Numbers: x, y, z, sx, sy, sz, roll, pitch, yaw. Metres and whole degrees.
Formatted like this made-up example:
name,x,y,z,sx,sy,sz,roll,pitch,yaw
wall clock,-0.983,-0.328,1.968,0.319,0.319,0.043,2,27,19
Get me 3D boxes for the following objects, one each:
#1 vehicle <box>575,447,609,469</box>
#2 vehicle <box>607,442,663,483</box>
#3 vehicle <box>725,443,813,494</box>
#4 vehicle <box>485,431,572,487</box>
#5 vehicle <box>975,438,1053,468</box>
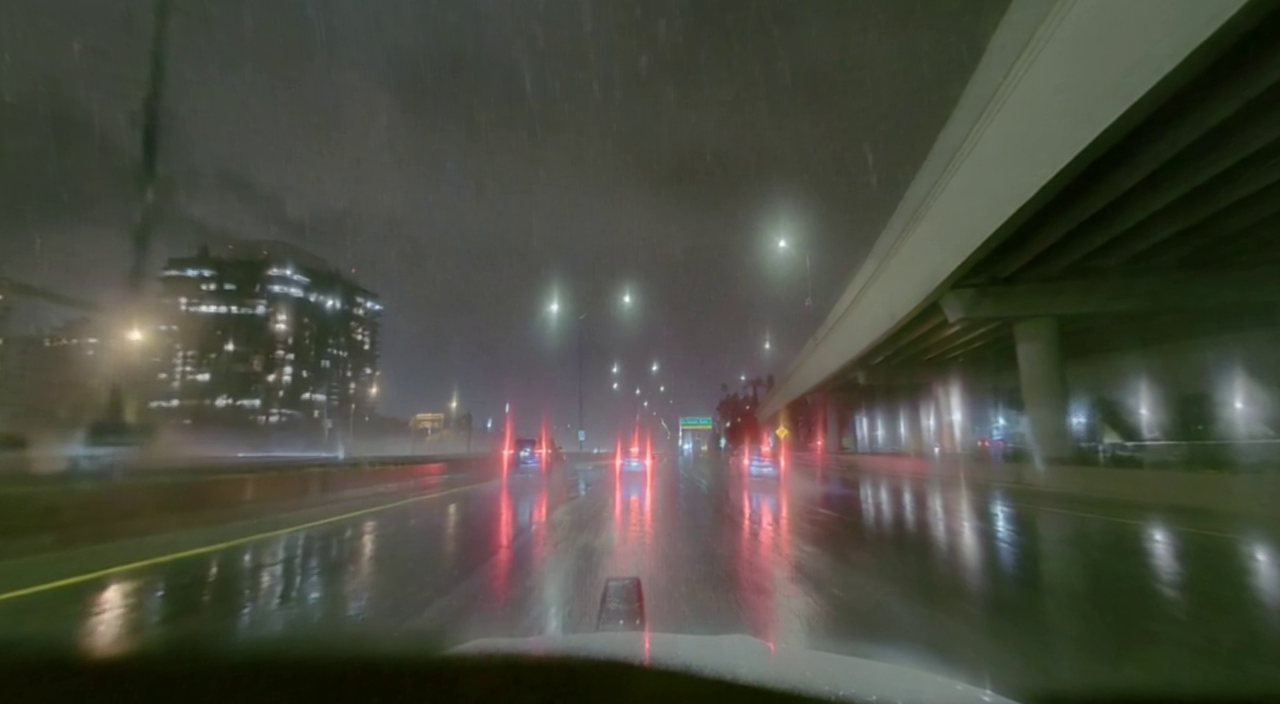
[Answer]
name,x,y,z,sx,sy,sz,roll,pitch,yaw
vehicle,-3.323,7.407,44.299,1.868,1.431,4.055,0,-9,2
vehicle,-0.162,4.402,25.389,2.089,1.493,3.964,0,-9,1
vehicle,4.093,3.744,20.669,1.974,1.490,3.994,0,-9,-1
vehicle,-3.924,3.876,23.067,2.142,1.819,4.648,0,-9,2
vehicle,26.674,7.259,45.281,2.376,1.988,6.109,-1,-9,6
